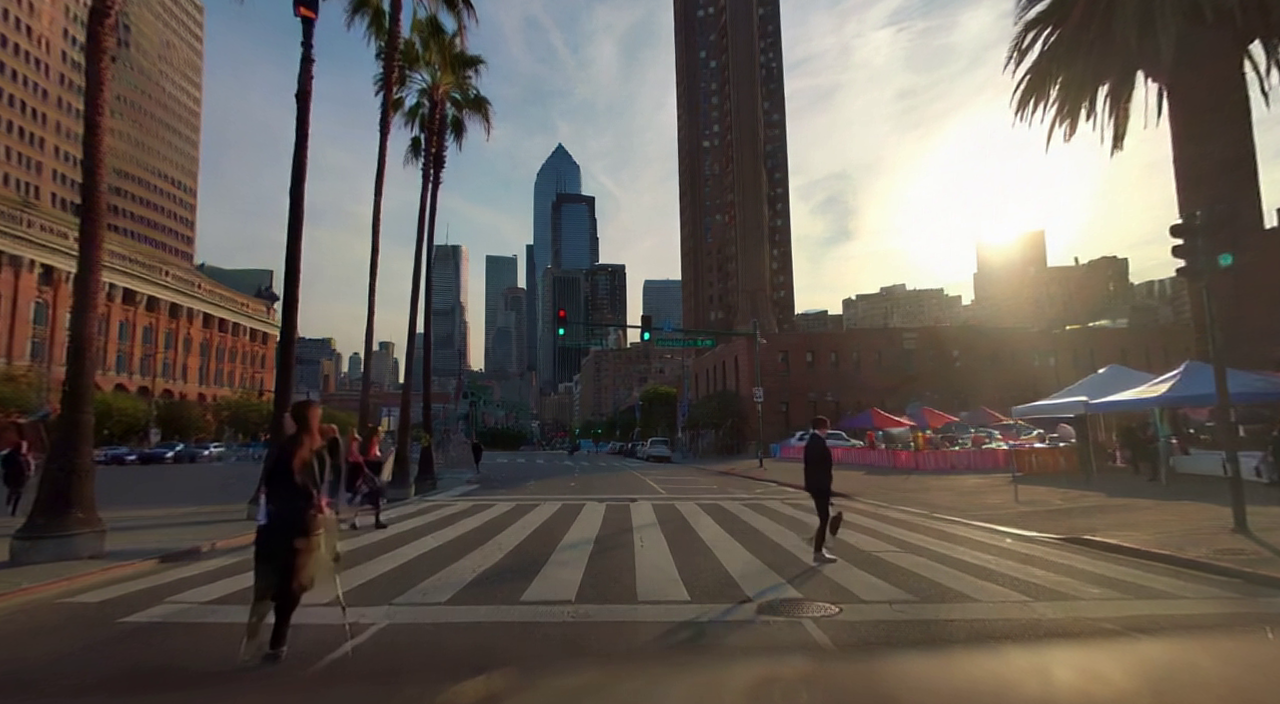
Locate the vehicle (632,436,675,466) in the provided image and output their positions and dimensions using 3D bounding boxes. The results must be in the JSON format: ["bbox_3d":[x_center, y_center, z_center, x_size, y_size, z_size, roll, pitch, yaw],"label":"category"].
[{"bbox_3d":[0.904,7.292,46.674,2.322,2.071,5.366,1,-9,-9],"label":"vehicle"}]
